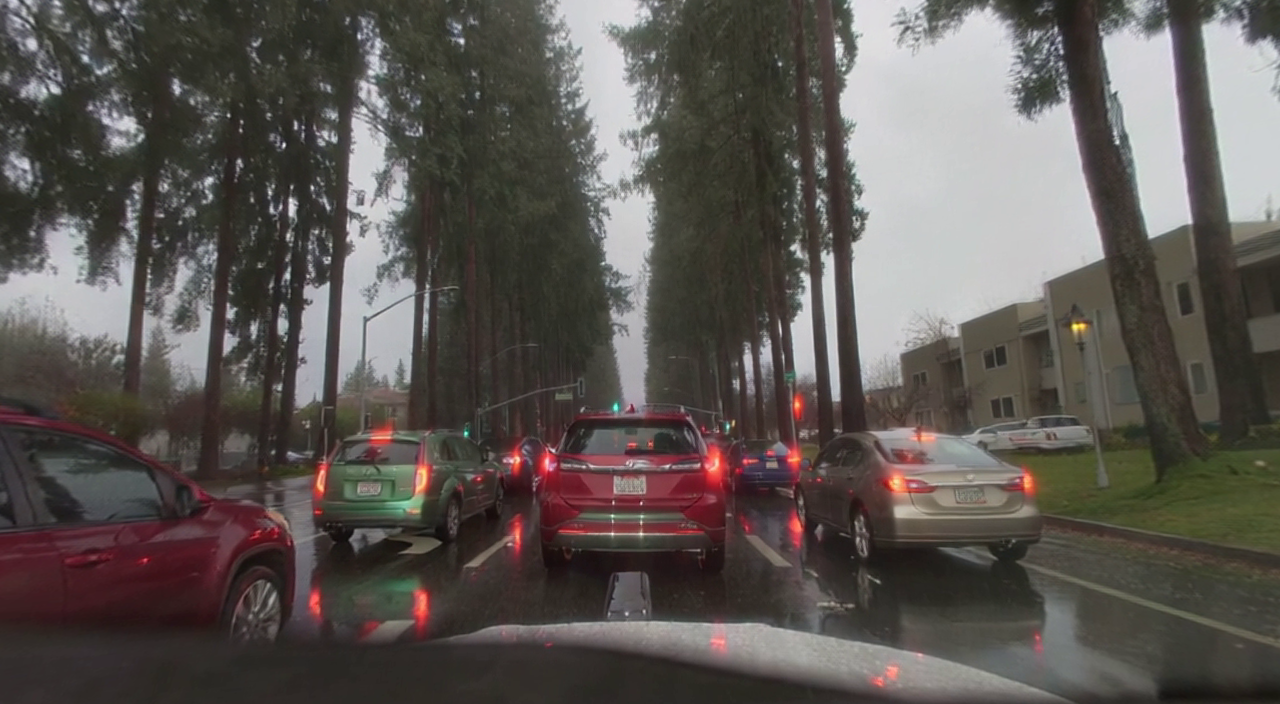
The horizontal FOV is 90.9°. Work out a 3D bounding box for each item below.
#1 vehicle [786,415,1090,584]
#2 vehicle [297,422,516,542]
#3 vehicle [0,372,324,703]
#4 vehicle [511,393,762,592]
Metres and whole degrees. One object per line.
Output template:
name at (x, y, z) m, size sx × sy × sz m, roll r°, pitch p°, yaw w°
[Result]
vehicle at (3.262, 1.667, 7.858) m, size 1.922 × 1.579 × 3.642 m, roll 0°, pitch -8°, yaw -1°
vehicle at (-3.660, 2.112, 10.916) m, size 2.042 × 1.641 × 4.314 m, roll 0°, pitch -8°, yaw 1°
vehicle at (-3.781, 0.991, 3.292) m, size 1.929 × 1.641 × 4.193 m, roll 0°, pitch -8°, yaw 2°
vehicle at (-0.009, 1.534, 7.640) m, size 2.193 × 1.744 × 4.033 m, roll 0°, pitch -8°, yaw 1°
